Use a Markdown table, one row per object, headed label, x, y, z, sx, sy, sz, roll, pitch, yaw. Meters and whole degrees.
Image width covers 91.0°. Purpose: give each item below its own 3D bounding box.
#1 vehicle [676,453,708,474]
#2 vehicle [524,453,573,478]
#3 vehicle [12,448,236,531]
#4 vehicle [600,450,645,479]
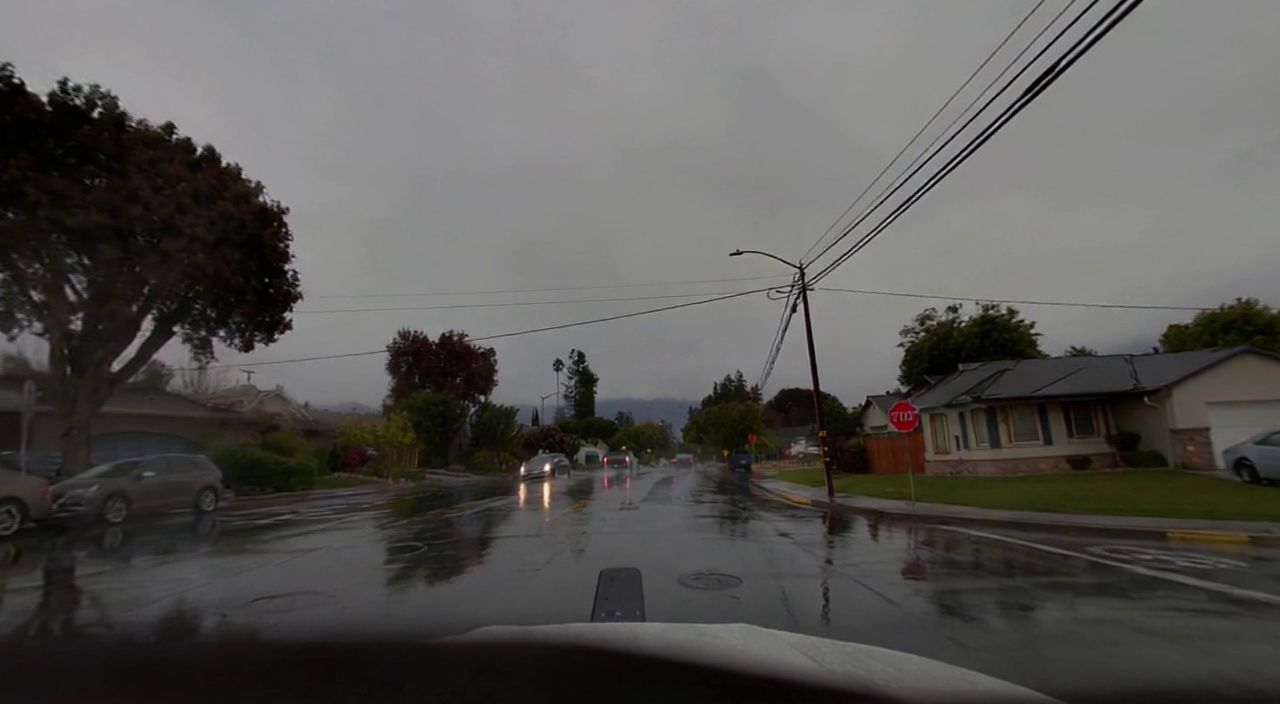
| label | x | y | z | sx | sy | sz | roll | pitch | yaw |
| --- | --- | --- | --- | --- | --- | --- | --- | --- | --- |
| vehicle | 3.880 | 8.177 | 46.345 | 1.955 | 1.459 | 4.383 | -2 | -9 | 10 |
| vehicle | -6.954 | 8.669 | 48.229 | 2.256 | 1.755 | 4.799 | -2 | -9 | 10 |
| vehicle | -13.765 | 3.714 | 17.331 | 2.076 | 1.864 | 4.730 | -3 | -11 | 1 |
| vehicle | -1.043 | 7.298 | 41.122 | 2.178 | 1.695 | 4.339 | -1 | -9 | 9 |
